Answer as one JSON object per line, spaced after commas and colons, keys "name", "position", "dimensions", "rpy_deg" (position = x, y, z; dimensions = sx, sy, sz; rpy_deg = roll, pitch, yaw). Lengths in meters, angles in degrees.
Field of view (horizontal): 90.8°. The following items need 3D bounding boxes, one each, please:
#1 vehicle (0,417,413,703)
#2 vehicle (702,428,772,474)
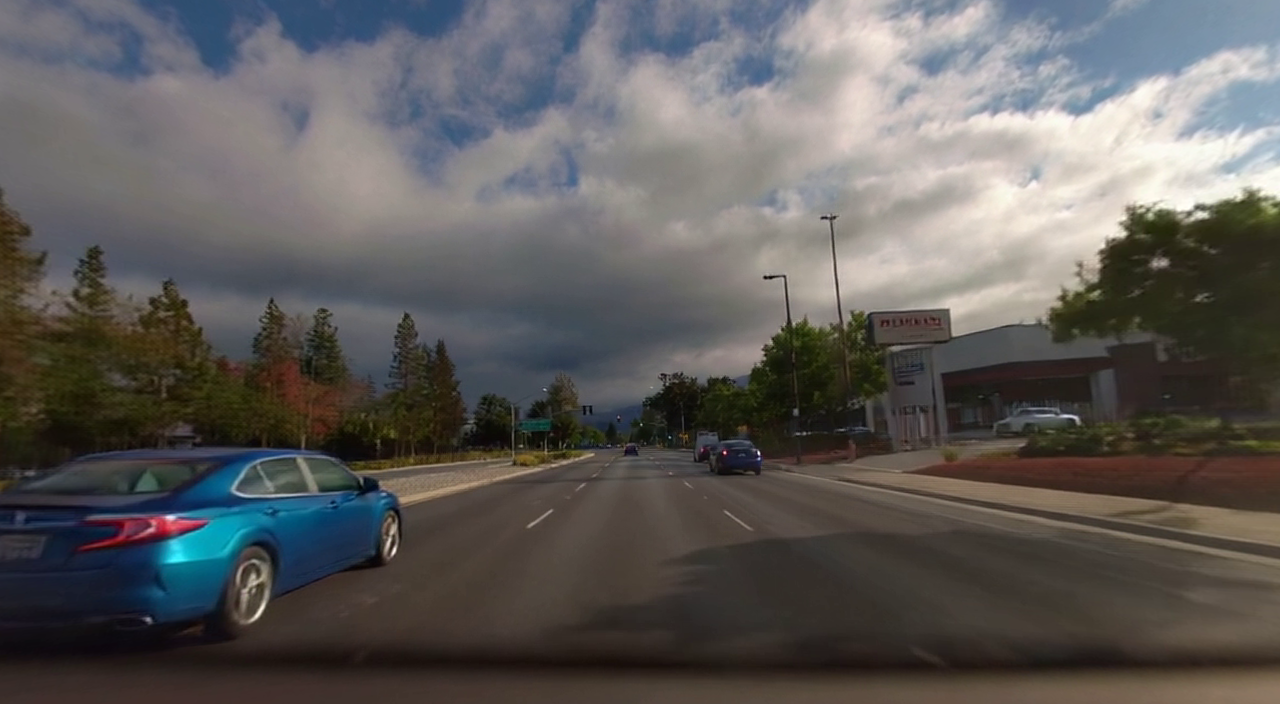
{"name": "vehicle", "position": [-3.702, 1.386, 5.387], "dimensions": [2.017, 1.470, 4.293], "rpy_deg": [0, -8, -1]}
{"name": "vehicle", "position": [4.566, 4.804, 30.761], "dimensions": [2.476, 2.016, 5.586], "rpy_deg": [0, -8, 0]}
